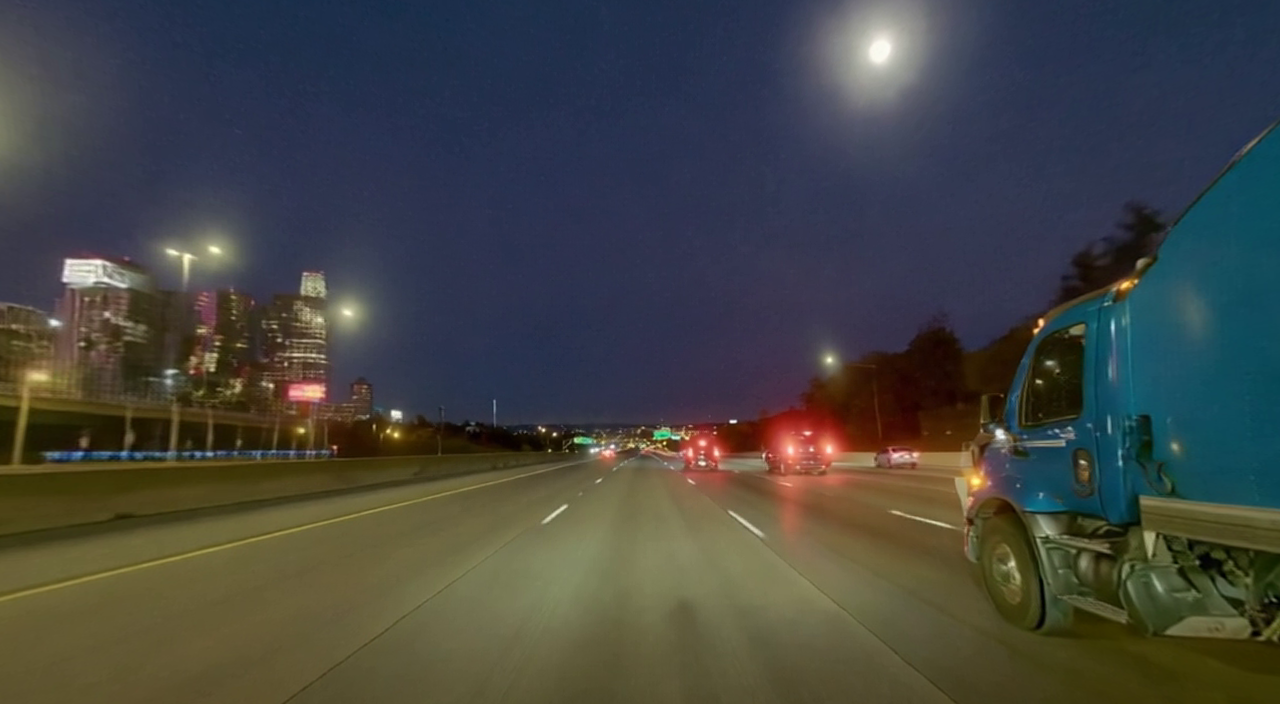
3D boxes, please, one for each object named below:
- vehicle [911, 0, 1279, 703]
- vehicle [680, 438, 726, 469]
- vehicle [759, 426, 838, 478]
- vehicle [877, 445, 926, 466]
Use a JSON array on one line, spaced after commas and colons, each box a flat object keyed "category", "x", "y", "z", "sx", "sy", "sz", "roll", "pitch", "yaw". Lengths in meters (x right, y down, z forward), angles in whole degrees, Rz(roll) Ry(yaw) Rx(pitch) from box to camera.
[{"category": "vehicle", "x": 3.257, "y": 0.118, "z": 1.022, "sx": 2.436, "sy": 2.745, "sz": 7.034, "roll": 0, "pitch": -8, "yaw": 0}, {"category": "vehicle", "x": 4.143, "y": 6.821, "z": 42.637, "sx": 2.464, "sy": 1.961, "sz": 5.520, "roll": 0, "pitch": -8, "yaw": -1}, {"category": "vehicle", "x": 7.419, "y": 4.759, "z": 30.204, "sx": 2.301, "sy": 2.203, "sz": 5.419, "roll": 0, "pitch": -8, "yaw": 0}, {"category": "vehicle", "x": 19.099, "y": 7.531, "z": 46.186, "sx": 1.802, "sy": 1.463, "sz": 4.148, "roll": 0, "pitch": -8, "yaw": 0}]
